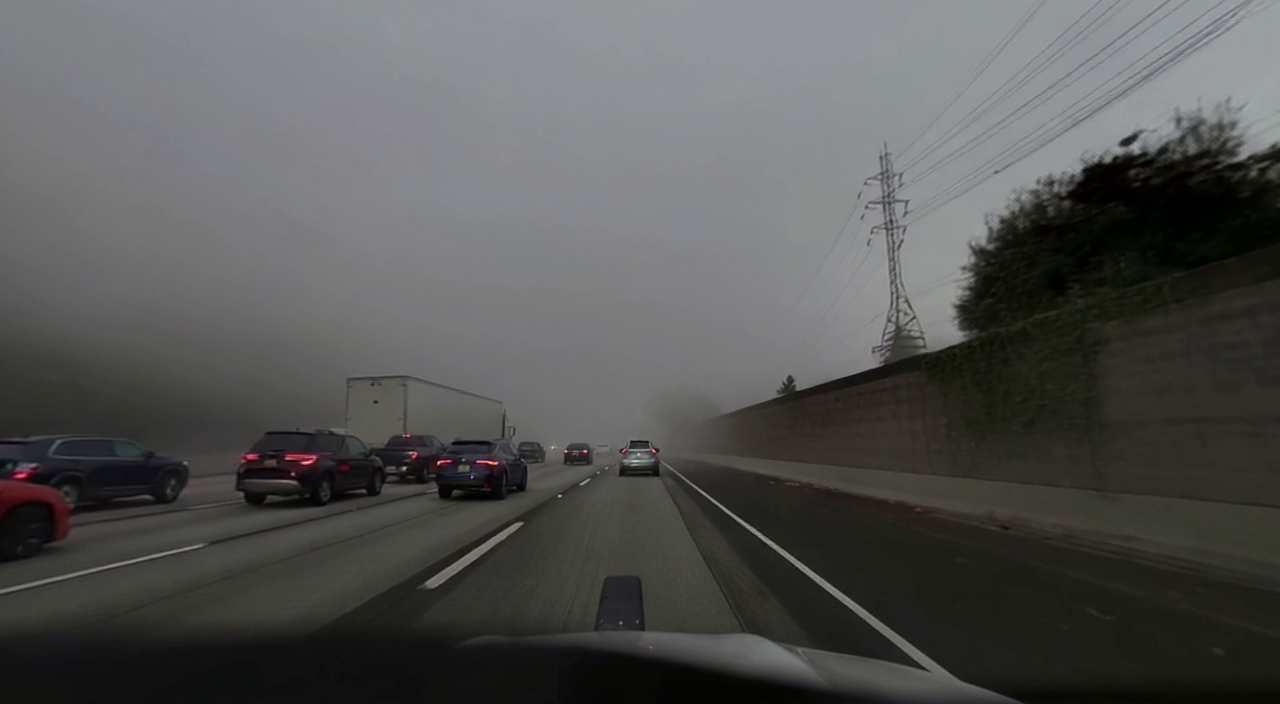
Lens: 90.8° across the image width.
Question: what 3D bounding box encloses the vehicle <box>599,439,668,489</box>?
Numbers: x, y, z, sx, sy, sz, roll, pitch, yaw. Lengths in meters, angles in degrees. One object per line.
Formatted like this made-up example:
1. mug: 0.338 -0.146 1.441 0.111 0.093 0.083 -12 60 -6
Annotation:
1. vehicle: -0.218 3.668 20.996 2.089 1.477 3.818 0 -8 -1

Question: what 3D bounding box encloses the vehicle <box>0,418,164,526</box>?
1. vehicle: -11.090 2.067 11.093 1.964 1.687 4.485 0 -9 -1

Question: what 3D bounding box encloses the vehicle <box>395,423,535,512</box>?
1. vehicle: -3.748 2.556 14.400 1.923 1.716 4.289 0 -9 0

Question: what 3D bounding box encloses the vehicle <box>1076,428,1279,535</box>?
1. vehicle: 10.023 2.081 10.574 1.974 1.495 4.734 0 -9 -1

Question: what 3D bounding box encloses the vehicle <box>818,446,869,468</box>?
1. vehicle: 14.341 7.397 44.811 1.949 1.472 4.795 0 -9 0

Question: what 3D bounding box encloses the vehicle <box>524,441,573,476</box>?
1. vehicle: -4.146 4.869 29.195 1.870 1.485 4.304 0 -9 -3

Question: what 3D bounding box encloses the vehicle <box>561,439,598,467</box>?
1. vehicle: -3.855 6.513 40.915 1.976 1.705 4.176 0 -9 1

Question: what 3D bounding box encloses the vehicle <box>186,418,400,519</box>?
1. vehicle: -6.941 2.377 13.344 2.027 1.762 4.386 0 -9 0
